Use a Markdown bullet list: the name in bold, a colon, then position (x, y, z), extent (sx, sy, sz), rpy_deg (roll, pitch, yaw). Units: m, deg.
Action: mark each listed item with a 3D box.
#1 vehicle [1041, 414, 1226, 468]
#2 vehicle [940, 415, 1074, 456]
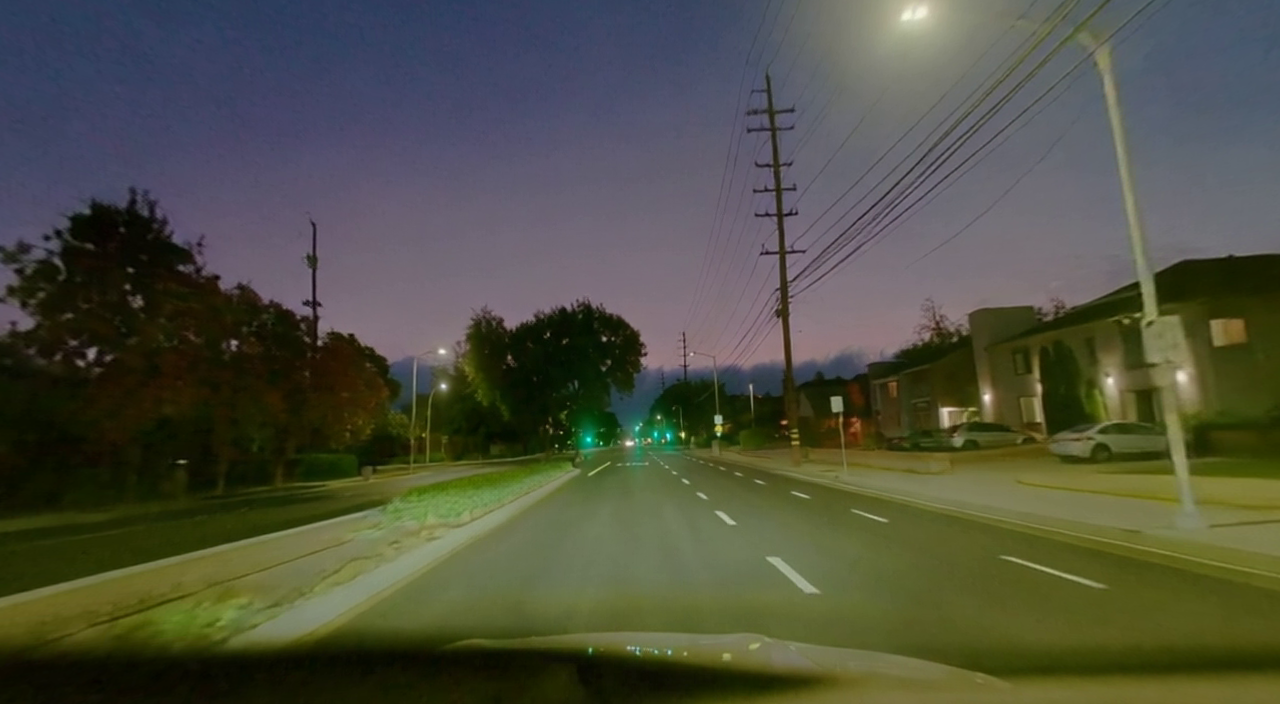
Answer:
- **vehicle**: position (16.680, 3.033, 21.551), extent (4.560, 1.725, 2.096), rpy_deg (0, -8, -2)
- **vehicle**: position (16.808, 3.866, 29.133), extent (4.833, 1.786, 2.136), rpy_deg (0, -8, -1)
